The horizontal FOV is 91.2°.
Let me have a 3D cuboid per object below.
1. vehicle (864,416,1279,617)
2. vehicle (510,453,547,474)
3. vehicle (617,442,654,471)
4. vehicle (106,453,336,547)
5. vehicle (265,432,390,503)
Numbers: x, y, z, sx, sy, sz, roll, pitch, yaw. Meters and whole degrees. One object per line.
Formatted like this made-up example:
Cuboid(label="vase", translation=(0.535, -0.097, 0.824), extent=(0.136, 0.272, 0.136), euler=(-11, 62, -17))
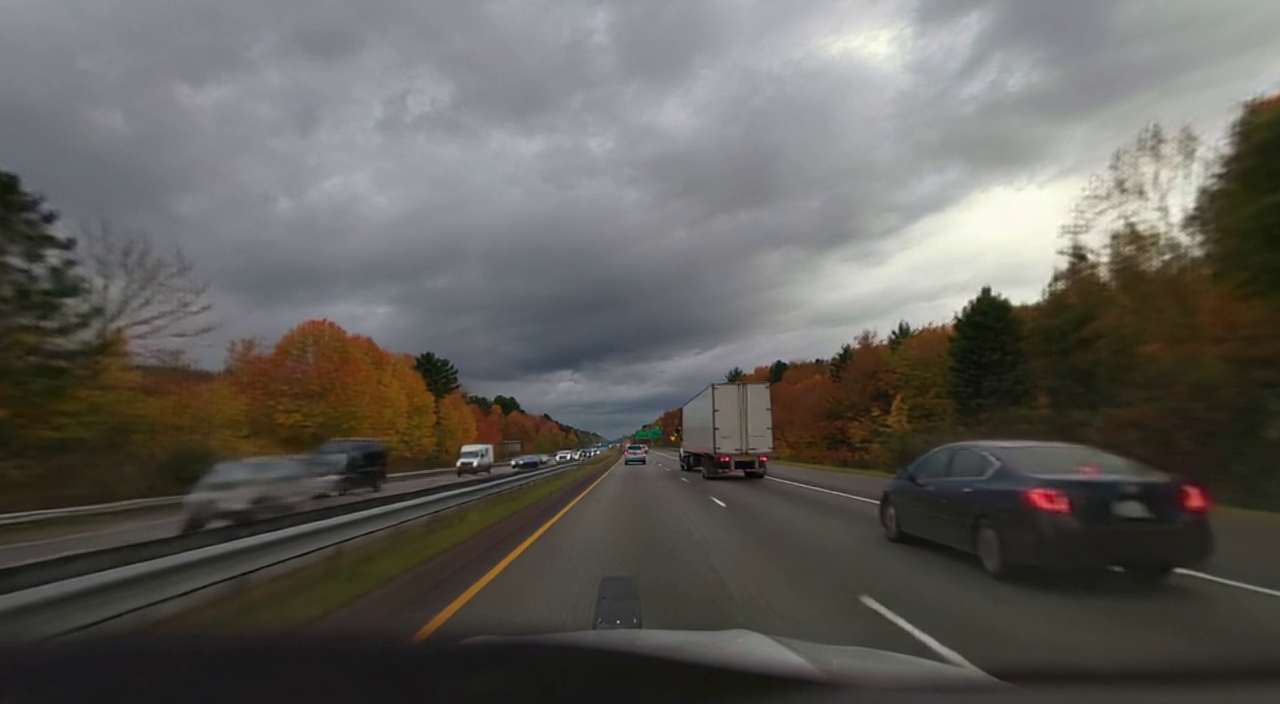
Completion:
Cuboid(label="vehicle", translation=(4.300, 1.582, 6.956), extent=(1.997, 1.504, 4.236), euler=(0, -9, -1))
Cuboid(label="vehicle", translation=(-8.609, 8.619, 48.779), extent=(1.990, 1.528, 4.661), euler=(0, -9, 0))
Cuboid(label="vehicle", translation=(-0.275, 6.478, 39.008), extent=(2.168, 1.705, 4.272), euler=(0, -9, 0))
Cuboid(label="vehicle", translation=(-8.579, 3.001, 13.438), extent=(1.971, 1.628, 4.243), euler=(0, -9, 0))
Cuboid(label="vehicle", translation=(-13.514, 5.020, 27.742), extent=(2.349, 2.712, 6.085), euler=(0, -9, 0))
